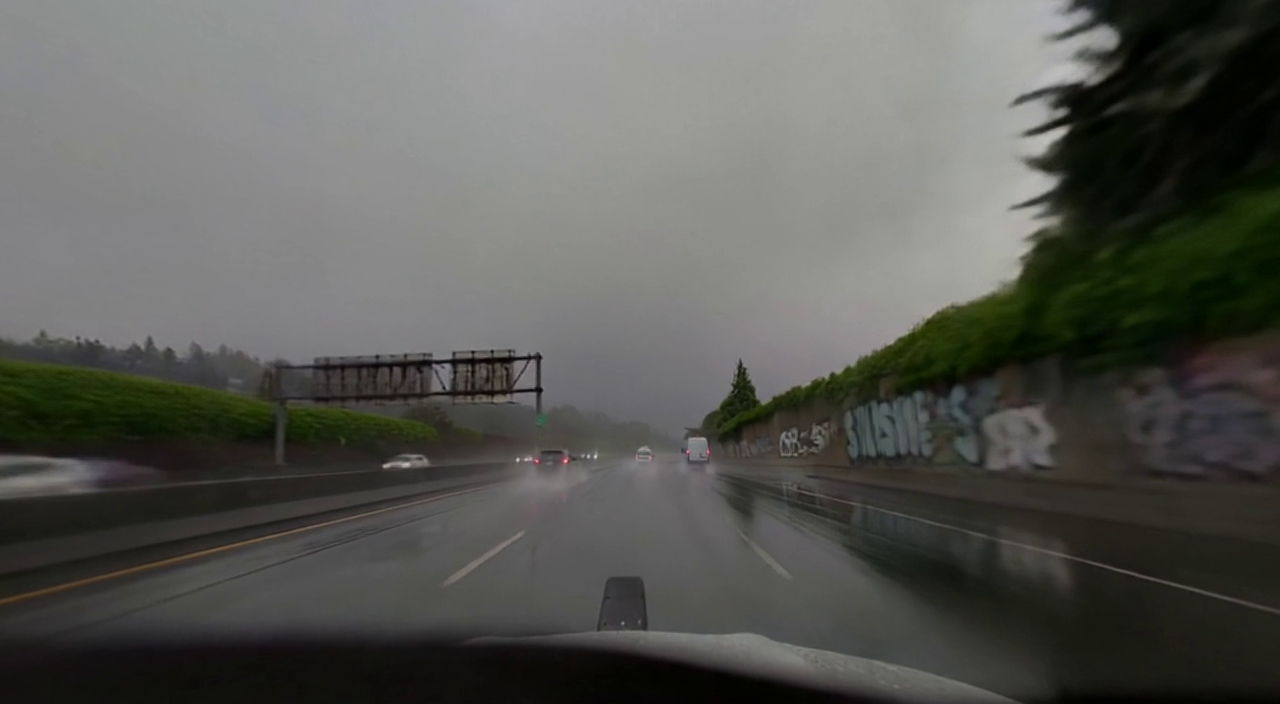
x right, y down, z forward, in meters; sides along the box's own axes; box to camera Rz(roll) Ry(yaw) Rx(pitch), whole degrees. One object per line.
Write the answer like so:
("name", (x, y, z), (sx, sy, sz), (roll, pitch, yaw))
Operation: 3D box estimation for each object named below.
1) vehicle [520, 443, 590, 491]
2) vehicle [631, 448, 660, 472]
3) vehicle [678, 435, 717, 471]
("vehicle", (-3.127, 4.354, 24.174), (1.964, 1.618, 4.489), (0, -9, 1))
("vehicle", (0.411, 7.892, 46.334), (2.108, 1.663, 3.159), (0, -9, 1))
("vehicle", (4.410, 7.896, 49.216), (2.469, 2.591, 5.653), (0, -9, 0))
